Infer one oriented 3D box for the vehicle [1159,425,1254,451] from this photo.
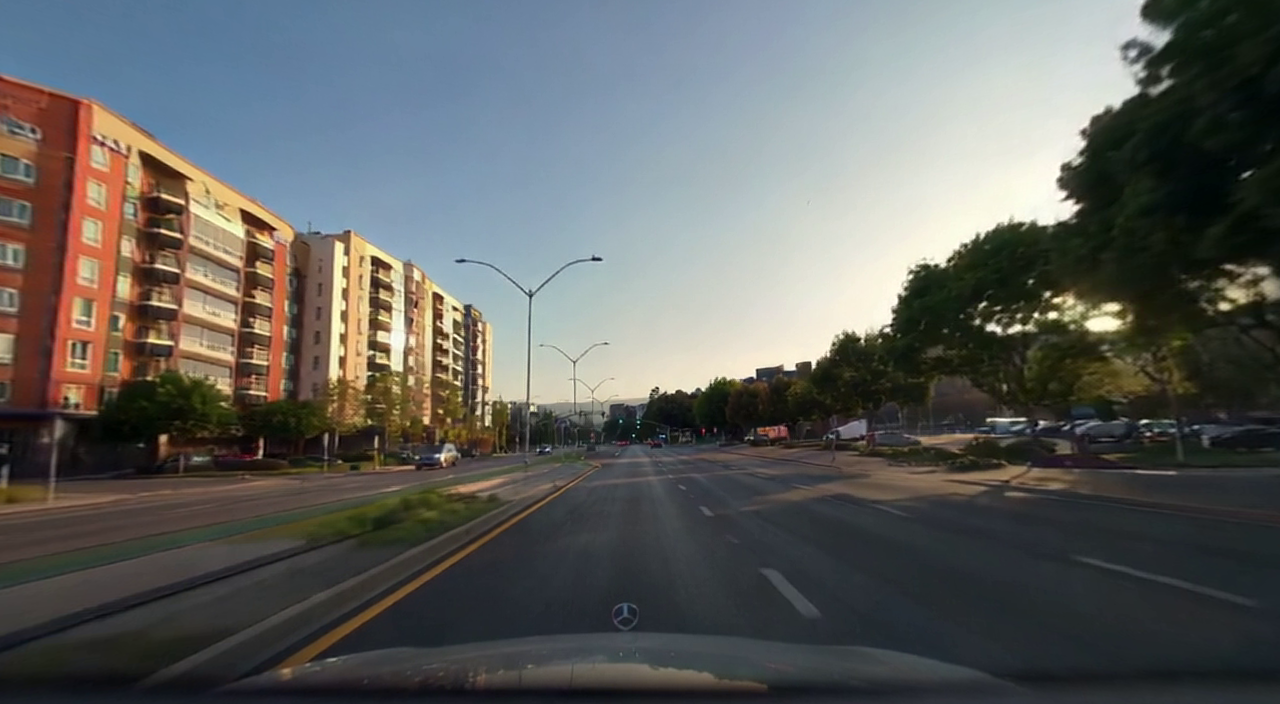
[{"bbox_3d":[35.903,5.476,40.236,1.858,1.507,4.593,1,-7,1],"label":"vehicle"}]
